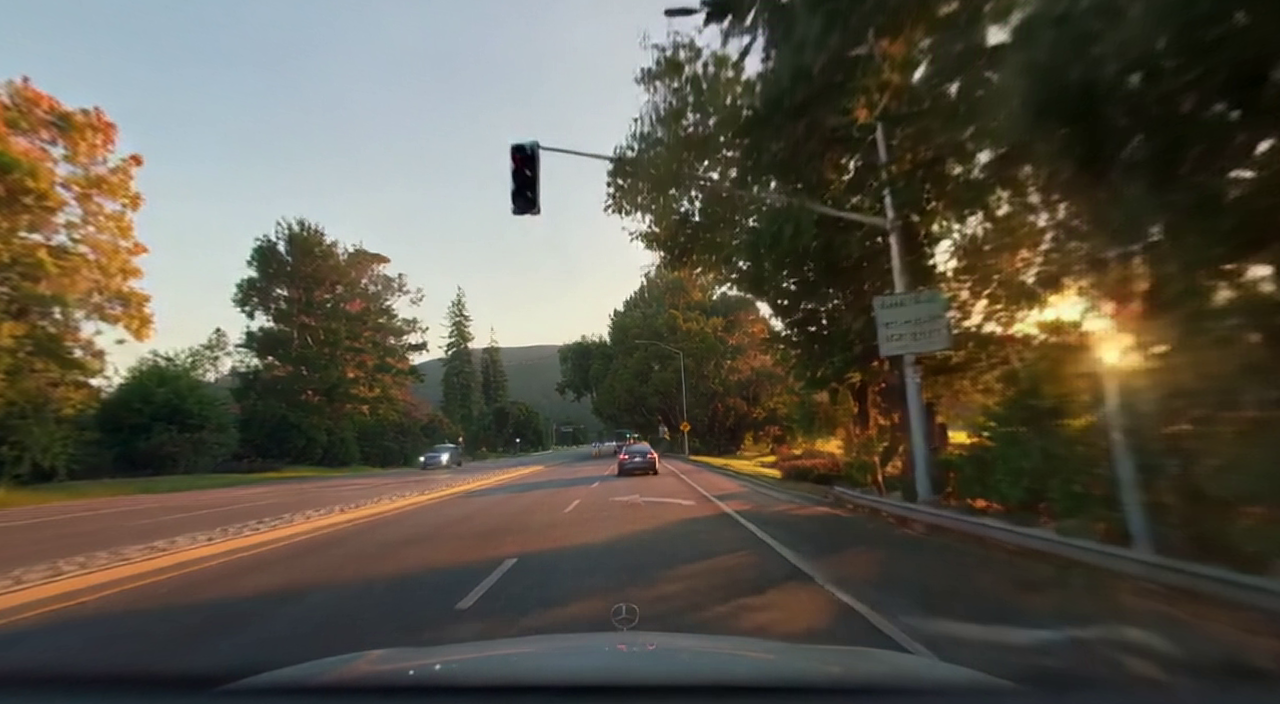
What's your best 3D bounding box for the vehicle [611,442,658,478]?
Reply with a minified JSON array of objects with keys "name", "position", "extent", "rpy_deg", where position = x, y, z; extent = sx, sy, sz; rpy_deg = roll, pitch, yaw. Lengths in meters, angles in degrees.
[{"name":"vehicle","position":[-0.258,4.739,27.937],"extent":[1.954,1.469,3.465],"rpy_deg":[0,-8,-1]}]
